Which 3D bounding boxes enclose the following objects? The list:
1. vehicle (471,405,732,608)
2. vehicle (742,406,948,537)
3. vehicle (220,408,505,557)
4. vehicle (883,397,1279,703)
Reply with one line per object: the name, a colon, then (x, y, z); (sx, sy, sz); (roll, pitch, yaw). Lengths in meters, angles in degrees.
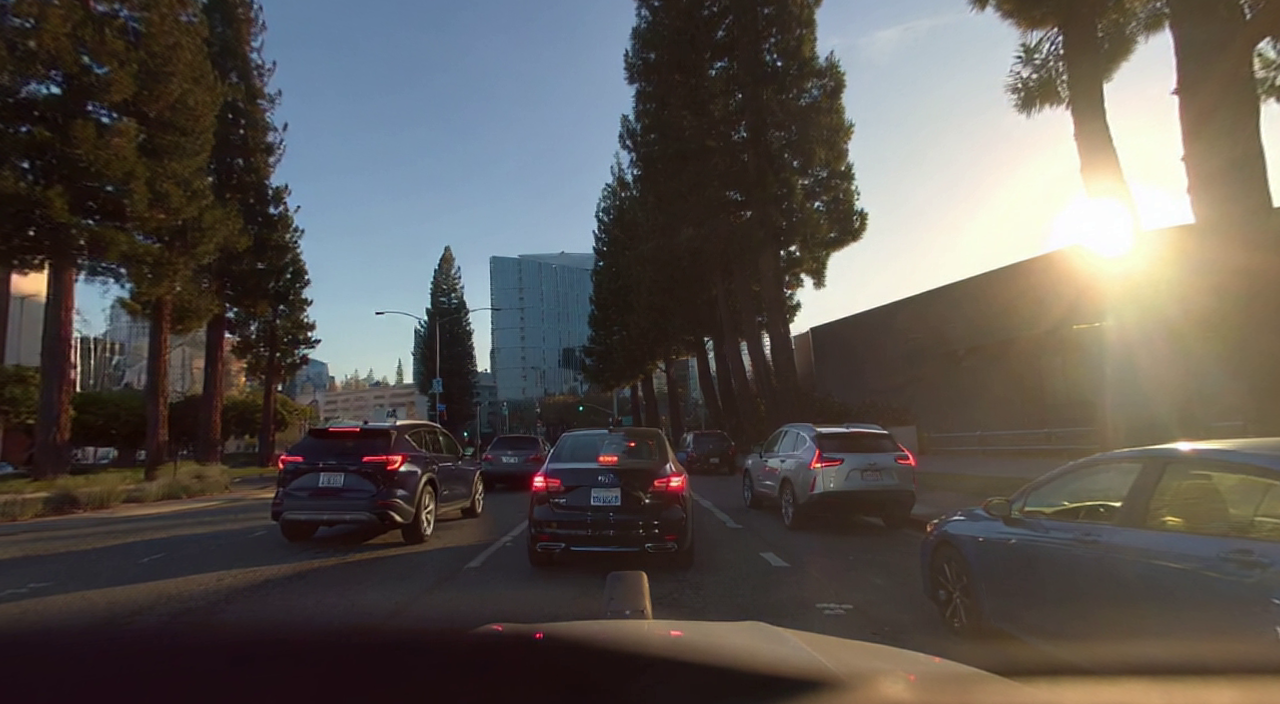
vehicle: (-0.359, 1.584, 7.419); (2.114, 1.631, 4.459); (0, -8, -1)
vehicle: (3.344, 2.076, 11.535); (2.117, 1.879, 4.715); (0, -8, -1)
vehicle: (-3.753, 1.872, 9.794); (2.141, 1.718, 4.809); (0, -8, 1)
vehicle: (3.245, 1.076, 3.410); (2.045, 1.459, 4.462); (0, -8, -1)
